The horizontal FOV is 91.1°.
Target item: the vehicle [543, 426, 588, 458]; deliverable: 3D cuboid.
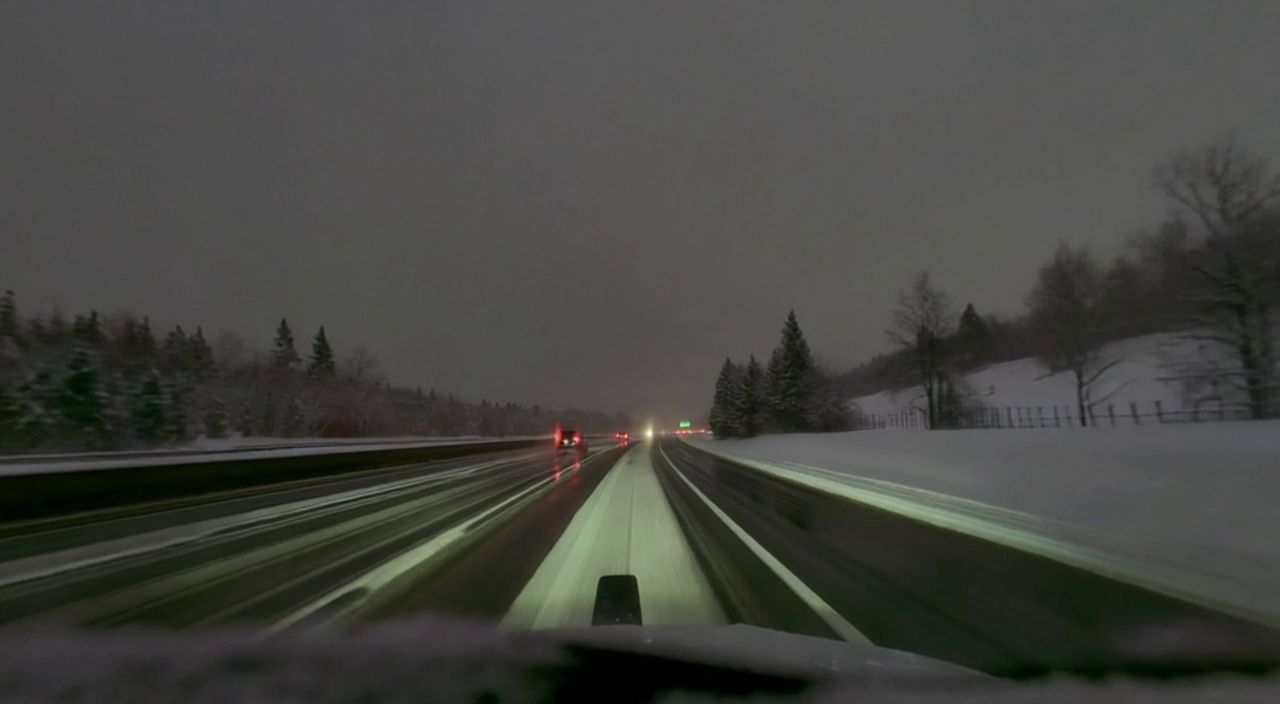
[{"bbox_3d":[-4.222,5.175,36.405,1.980,1.721,4.419,0,-8,1],"label":"vehicle"}]
